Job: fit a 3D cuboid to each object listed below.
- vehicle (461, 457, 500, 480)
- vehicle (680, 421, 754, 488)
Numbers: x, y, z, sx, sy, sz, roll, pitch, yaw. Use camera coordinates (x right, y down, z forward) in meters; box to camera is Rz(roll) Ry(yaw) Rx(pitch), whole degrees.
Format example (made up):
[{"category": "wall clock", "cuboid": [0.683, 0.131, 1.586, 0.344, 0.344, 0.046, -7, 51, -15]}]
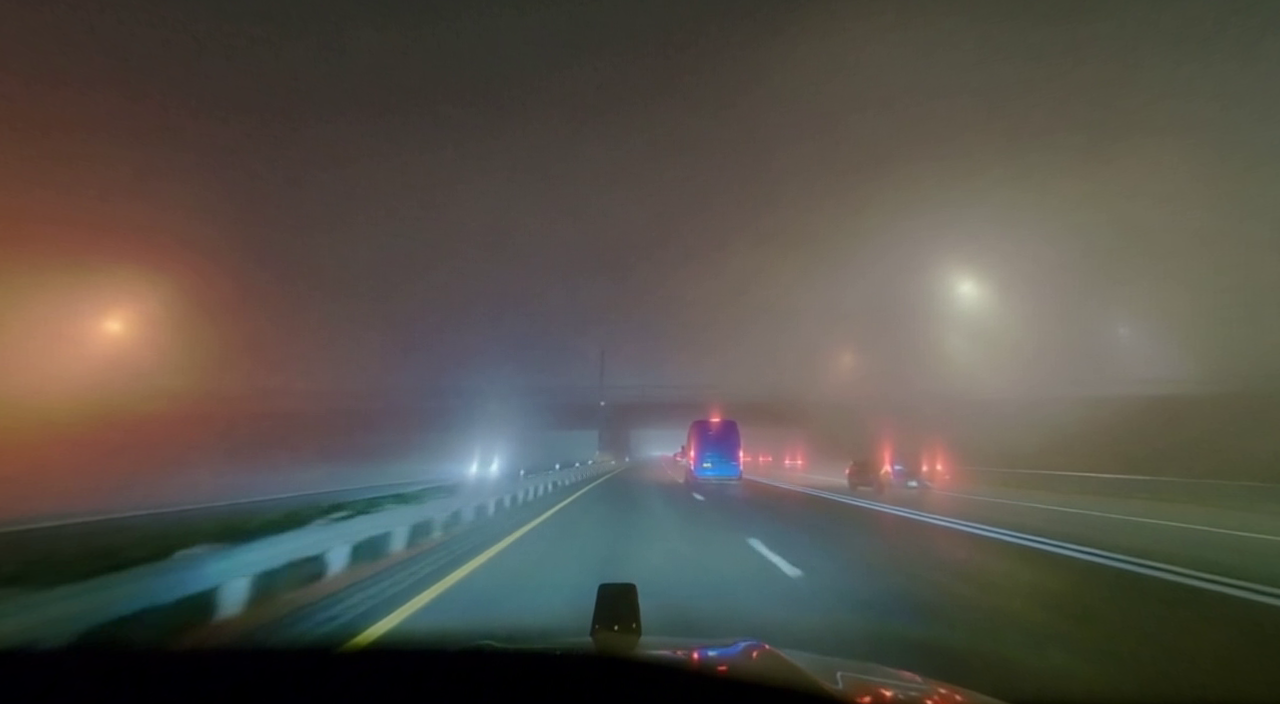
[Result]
[{"category": "vehicle", "cuboid": [-12.162, 8.920, 48.042, 1.890, 1.593, 4.054, -1, -9, 1]}, {"category": "vehicle", "cuboid": [3.224, 4.459, 27.483, 2.560, 2.598, 5.581, -1, -9, 1]}]
